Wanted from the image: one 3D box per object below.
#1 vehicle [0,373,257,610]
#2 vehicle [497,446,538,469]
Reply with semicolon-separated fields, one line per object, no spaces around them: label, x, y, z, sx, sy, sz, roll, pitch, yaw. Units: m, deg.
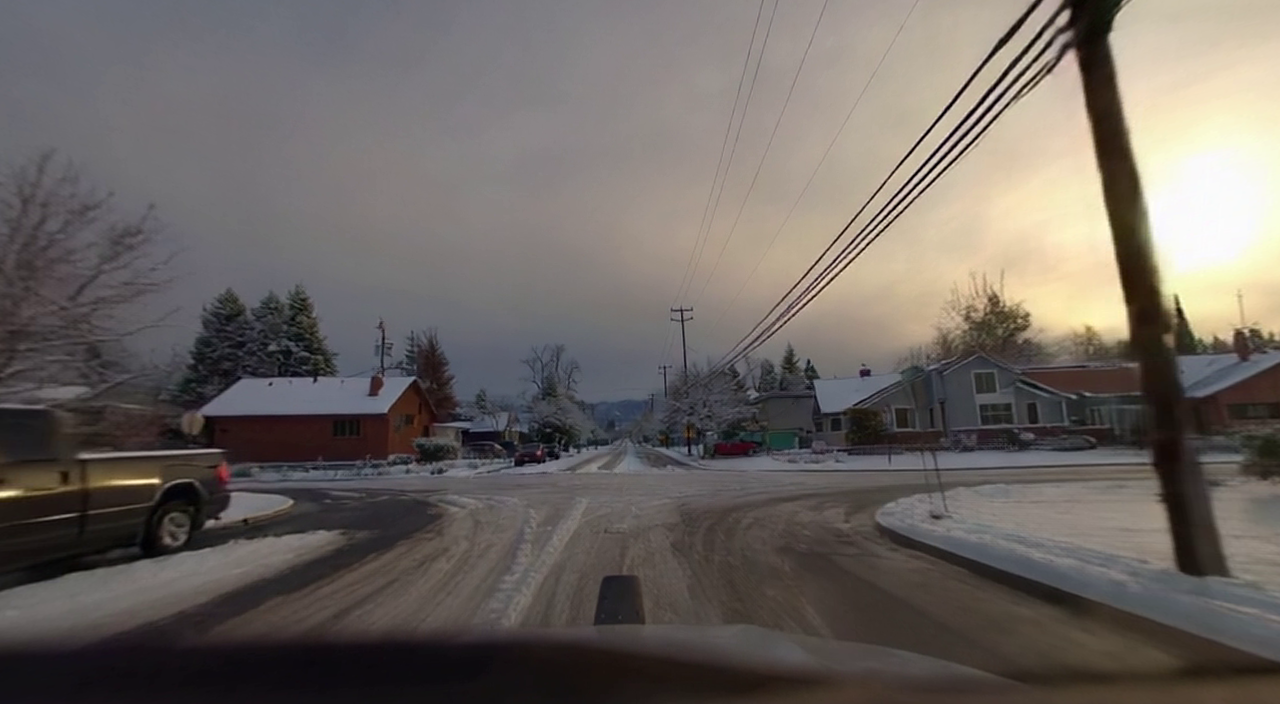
vehicle;-7.354;1.510;6.963;2.739;2.164;6.065;-1;-9;-3
vehicle;-8.615;7.444;44.714;2.095;1.491;4.422;0;-8;-1
